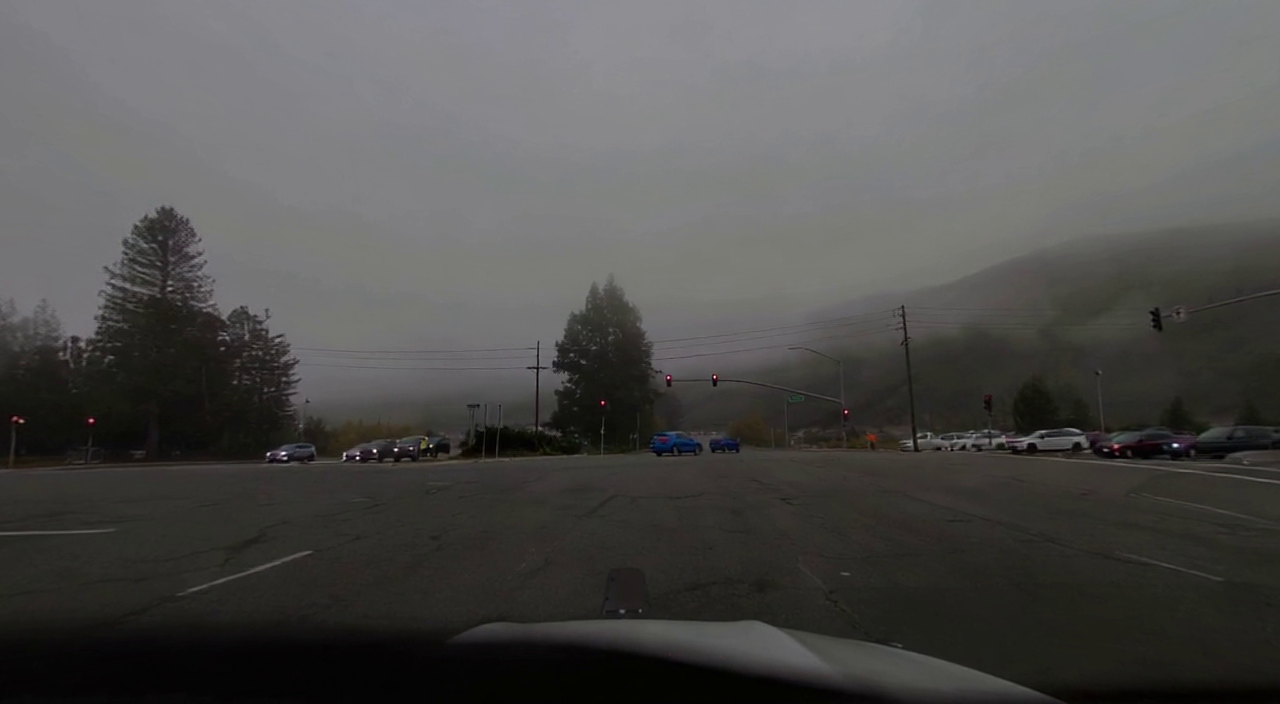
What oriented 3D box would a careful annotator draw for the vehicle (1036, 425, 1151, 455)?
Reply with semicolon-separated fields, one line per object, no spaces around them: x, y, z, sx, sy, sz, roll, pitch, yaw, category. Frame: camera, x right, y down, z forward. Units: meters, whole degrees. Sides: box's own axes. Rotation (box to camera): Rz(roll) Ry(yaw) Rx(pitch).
26.703;5.226;37.349;5.100;1.680;2.055;0;-8;3;vehicle

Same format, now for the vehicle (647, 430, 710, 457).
2.721;6.351;43.672;2.105;1.735;4.812;-6;-10;35;vehicle

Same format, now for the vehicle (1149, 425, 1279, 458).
27.288;4.212;29.818;4.778;1.495;1.959;0;-8;0;vehicle
